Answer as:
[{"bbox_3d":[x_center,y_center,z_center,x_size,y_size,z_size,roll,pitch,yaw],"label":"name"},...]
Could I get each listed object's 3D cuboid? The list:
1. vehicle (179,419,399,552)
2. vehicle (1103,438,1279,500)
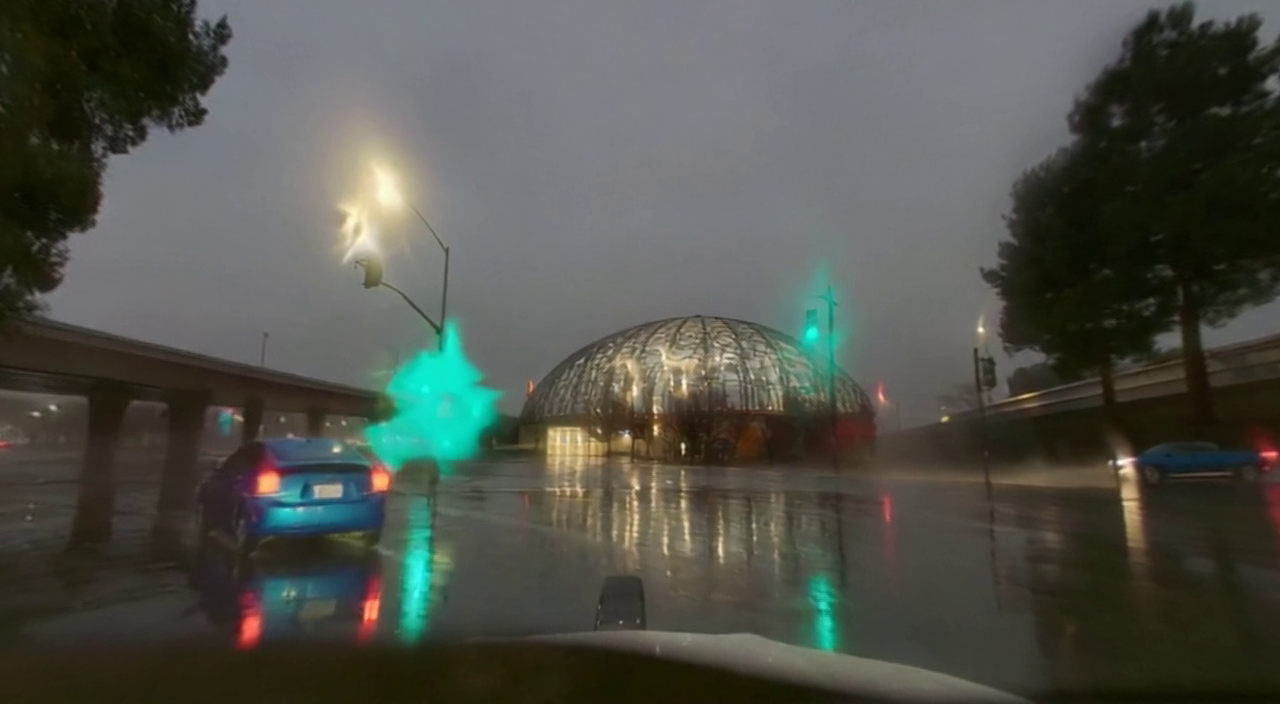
[{"bbox_3d":[-5.501,1.924,9.685,1.976,1.584,3.772,8,-12,-43],"label":"vehicle"},{"bbox_3d":[16.557,3.394,18.430,4.345,1.672,1.973,0,-9,3],"label":"vehicle"}]
